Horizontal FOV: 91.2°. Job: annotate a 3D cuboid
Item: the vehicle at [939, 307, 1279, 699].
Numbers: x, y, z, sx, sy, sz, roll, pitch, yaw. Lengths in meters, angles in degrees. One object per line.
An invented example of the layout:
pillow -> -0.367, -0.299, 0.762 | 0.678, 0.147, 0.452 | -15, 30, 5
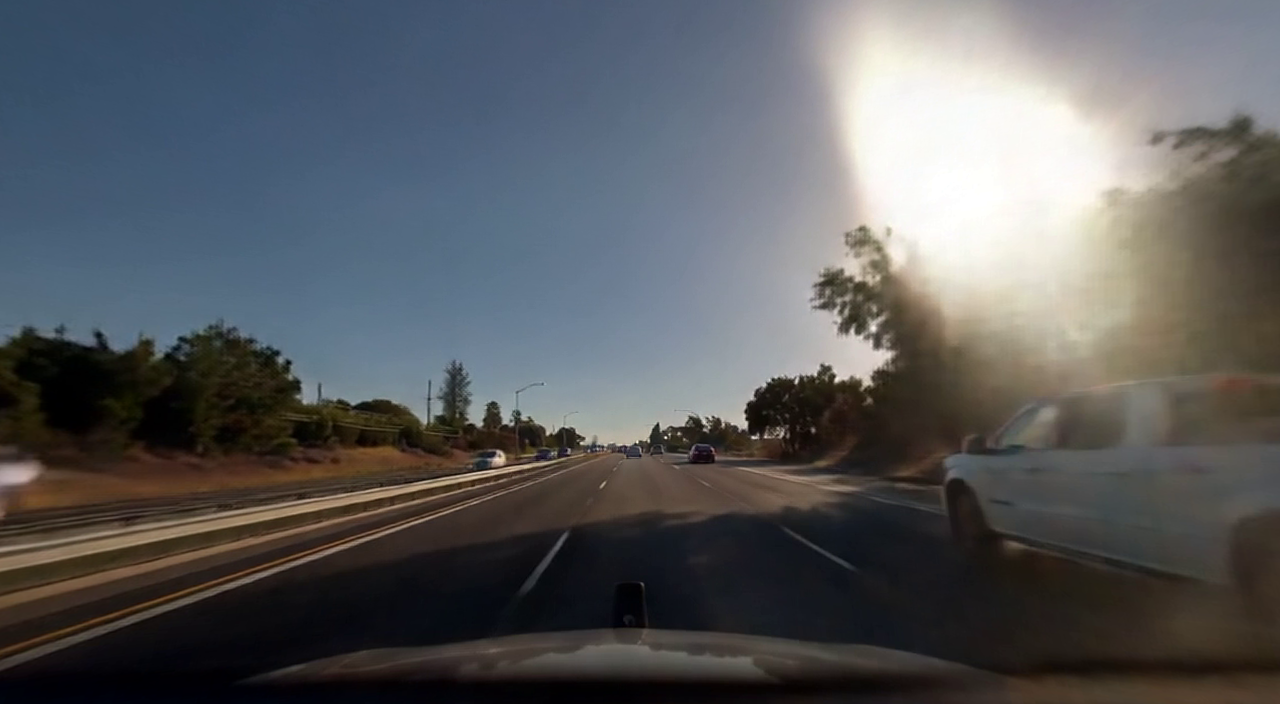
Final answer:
vehicle -> 4.256, 0.876, 3.944 | 2.177, 1.914, 5.245 | 0, -9, 1

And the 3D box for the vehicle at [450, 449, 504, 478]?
vehicle -> -9.522, 6.535, 36.989 | 1.941, 1.524, 4.584 | 0, -9, 0

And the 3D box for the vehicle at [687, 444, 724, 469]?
vehicle -> 4.113, 6.675, 39.997 | 1.917, 1.488, 3.693 | 0, -9, -1
